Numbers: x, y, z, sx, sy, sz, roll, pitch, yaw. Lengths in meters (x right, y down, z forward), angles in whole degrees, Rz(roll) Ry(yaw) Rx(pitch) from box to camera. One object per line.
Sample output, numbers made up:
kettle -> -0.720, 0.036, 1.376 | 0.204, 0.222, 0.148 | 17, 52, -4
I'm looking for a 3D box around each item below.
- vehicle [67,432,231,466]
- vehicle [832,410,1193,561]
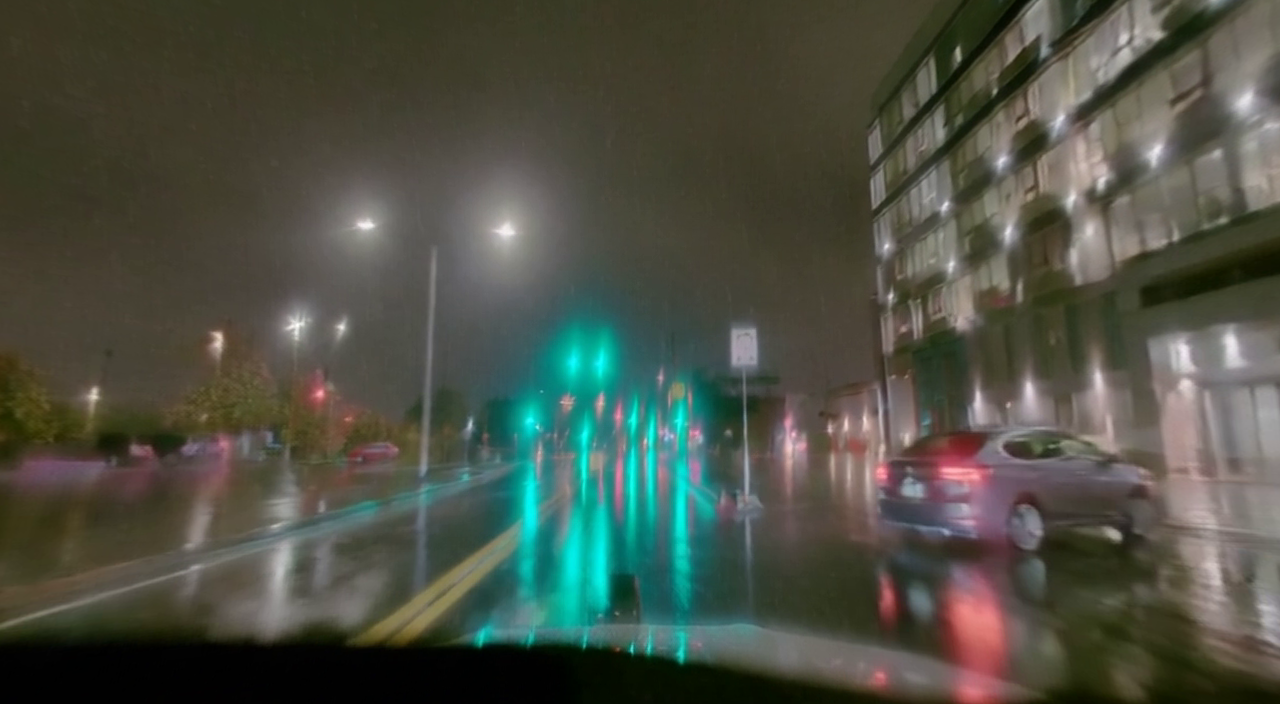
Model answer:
vehicle -> -19.409, 3.869, 25.263 | 2.660, 1.211, 4.739 | -1, -8, 2
vehicle -> 4.782, 1.597, 8.158 | 4.033, 1.514, 1.974 | 3, -9, -25
